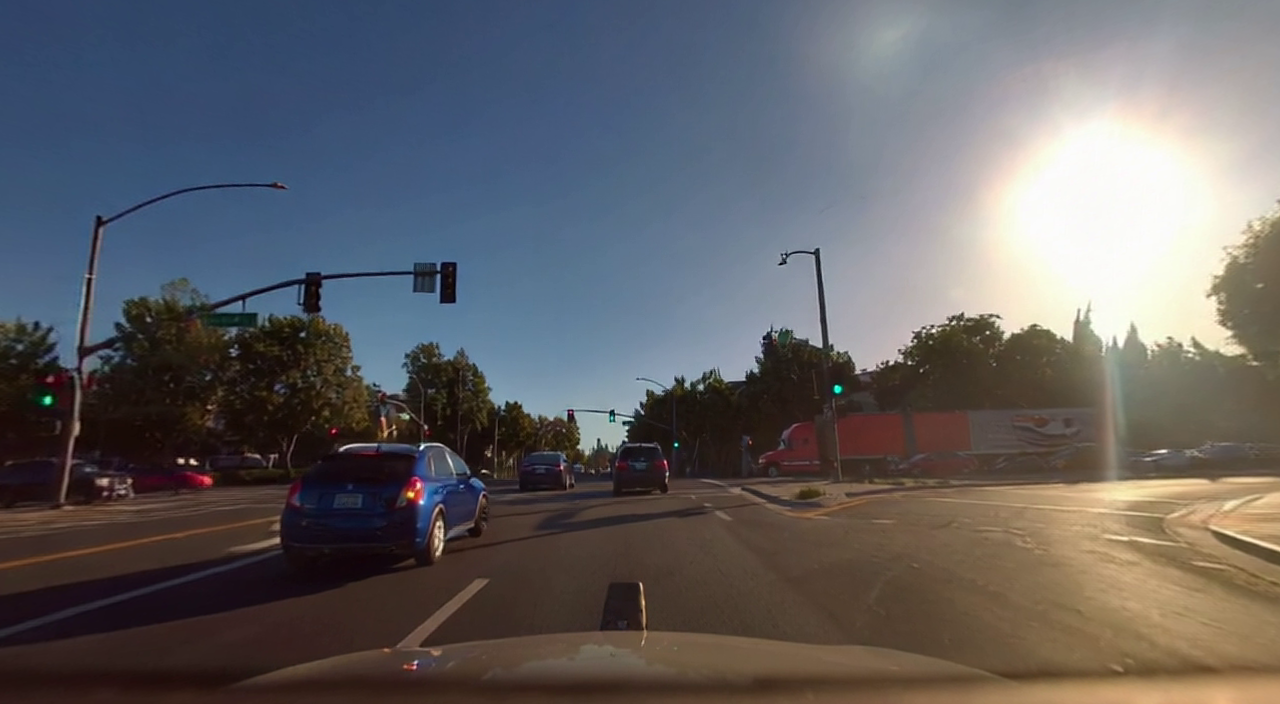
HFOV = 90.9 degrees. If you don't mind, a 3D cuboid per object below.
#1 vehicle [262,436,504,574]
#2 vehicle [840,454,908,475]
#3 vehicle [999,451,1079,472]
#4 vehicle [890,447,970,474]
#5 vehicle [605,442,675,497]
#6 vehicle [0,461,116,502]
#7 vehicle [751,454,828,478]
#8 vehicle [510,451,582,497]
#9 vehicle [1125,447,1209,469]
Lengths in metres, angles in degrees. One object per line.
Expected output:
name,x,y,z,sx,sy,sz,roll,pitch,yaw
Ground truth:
vehicle,-3.281,1.974,8.913,1.960,1.528,3.490,0,-8,-1
vehicle,18.095,8.710,48.919,4.478,1.495,2.063,0,-8,-1
vehicle,28.674,7.849,45.371,4.365,1.448,1.928,0,-8,0
vehicle,20.723,7.772,45.176,4.585,1.681,2.140,-3,-10,-1
vehicle,0.009,3.954,21.674,2.163,1.678,3.846,0,-8,0
vehicle,-27.161,5.892,28.785,4.623,1.710,2.034,0,-8,1
vehicle,10.606,8.131,44.903,4.875,1.473,2.077,-2,-11,-2
vehicle,-3.393,4.468,23.586,2.013,1.474,4.393,0,-8,0
vehicle,37.818,7.571,45.235,4.525,1.468,1.839,1,-8,-5
